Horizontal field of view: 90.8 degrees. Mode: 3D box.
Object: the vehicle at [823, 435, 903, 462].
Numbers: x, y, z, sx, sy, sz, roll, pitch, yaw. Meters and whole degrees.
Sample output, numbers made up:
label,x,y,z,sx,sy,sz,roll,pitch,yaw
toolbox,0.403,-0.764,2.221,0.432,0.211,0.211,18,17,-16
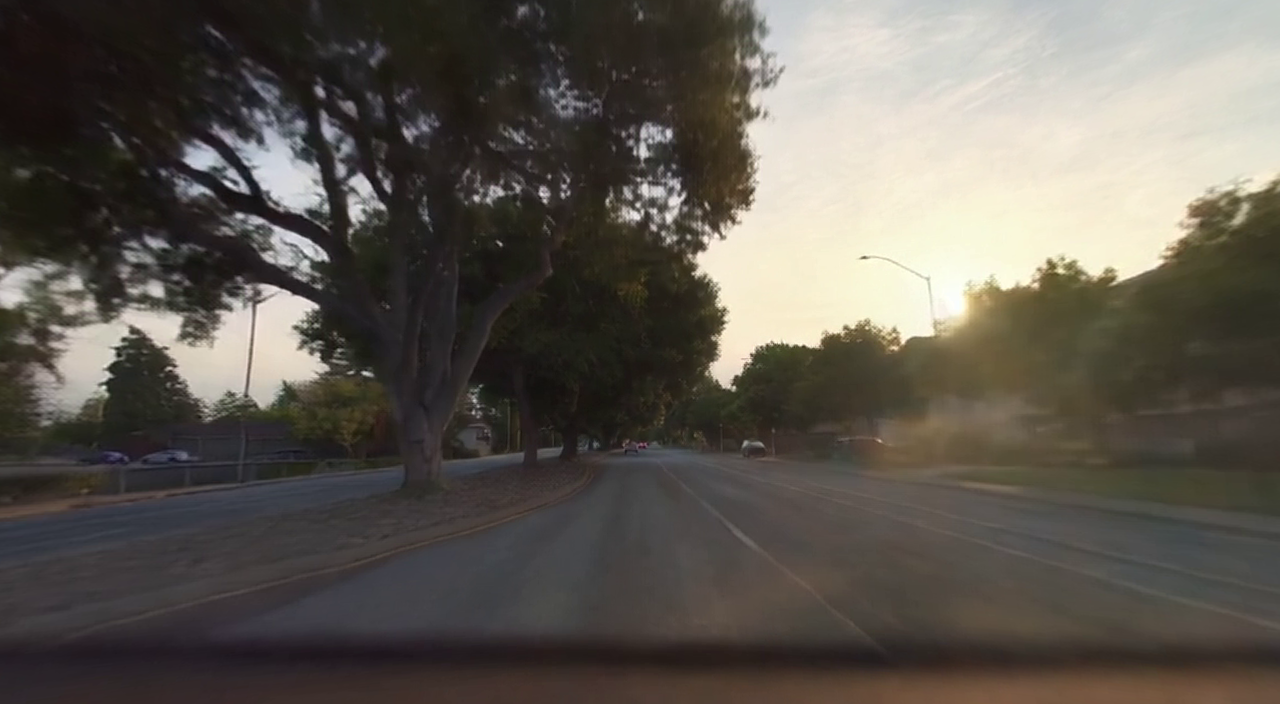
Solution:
label,x,y,z,sx,sy,sz,roll,pitch,yaw
vehicle,15.204,6.617,43.190,4.605,1.779,2.135,0,-9,-1
